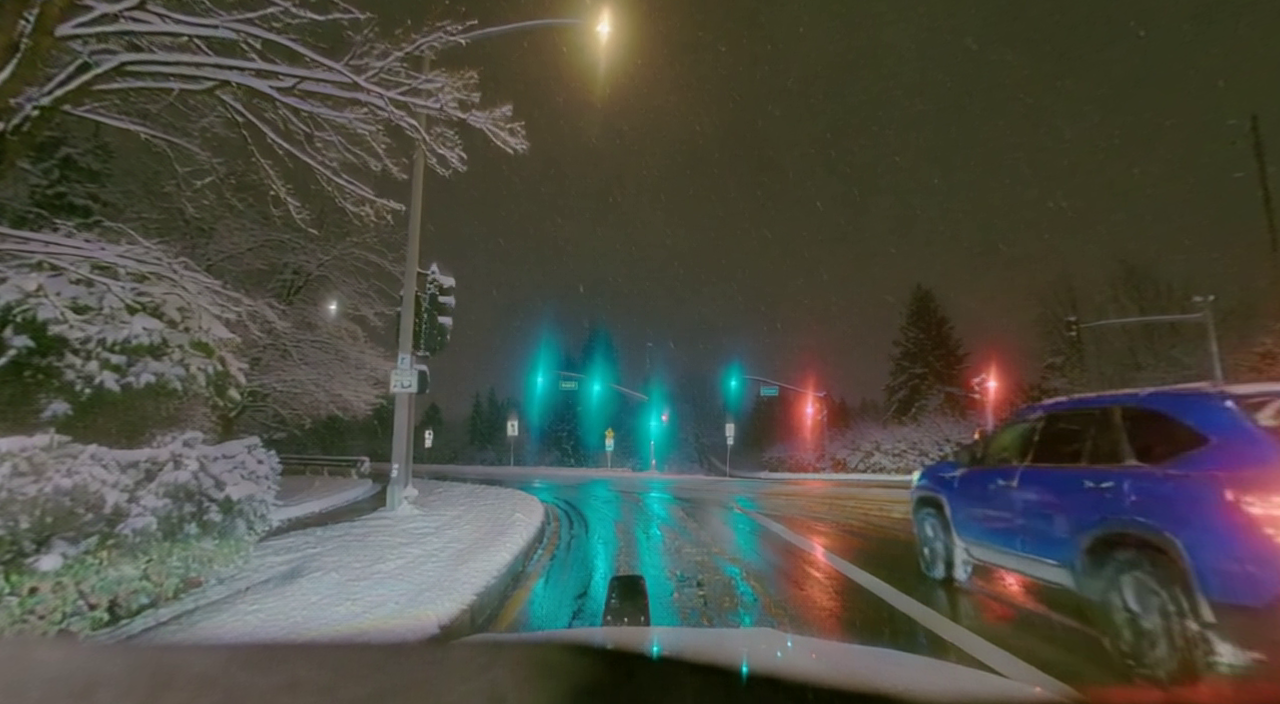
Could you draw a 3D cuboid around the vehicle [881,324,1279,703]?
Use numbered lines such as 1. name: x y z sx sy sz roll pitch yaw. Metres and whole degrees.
1. vehicle: 3.864 1.046 4.600 2.284 1.788 4.871 -1 -8 0
